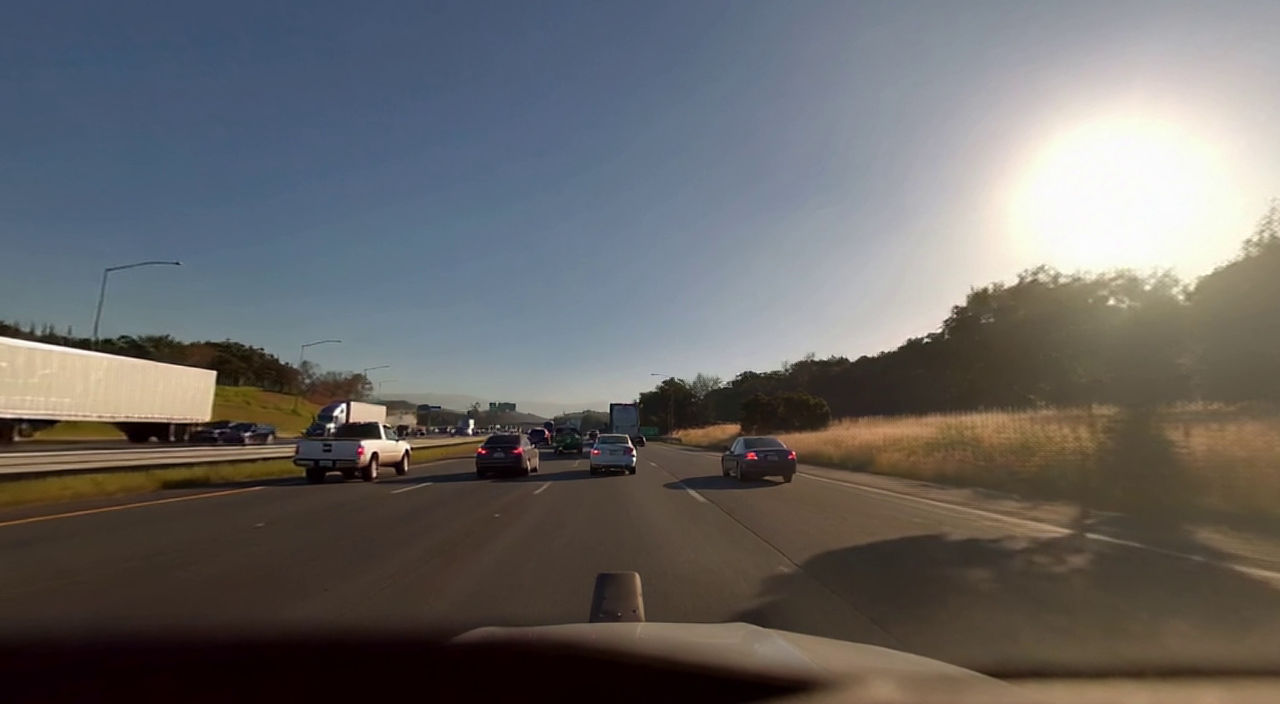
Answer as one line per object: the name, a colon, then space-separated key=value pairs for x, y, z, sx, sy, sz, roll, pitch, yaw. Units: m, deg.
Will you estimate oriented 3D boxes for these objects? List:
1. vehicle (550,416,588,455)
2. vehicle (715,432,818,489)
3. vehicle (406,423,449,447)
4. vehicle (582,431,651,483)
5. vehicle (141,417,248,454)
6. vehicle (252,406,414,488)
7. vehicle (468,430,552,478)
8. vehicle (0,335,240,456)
vehicle: x=-5.101 y=6.084 z=45.927 sx=2.303 sy=2.610 sz=6.579 roll=0 pitch=-8 yaw=-2
vehicle: x=3.592 y=3.157 z=18.753 sx=1.981 sy=1.474 sz=4.396 roll=0 pitch=-8 yaw=-3
vehicle: x=-16.337 y=6.378 z=48.484 sx=1.919 sy=1.761 sz=4.413 roll=0 pitch=-8 yaw=-2
vehicle: x=-0.702 y=3.254 z=19.885 sx=1.980 sy=1.478 sz=3.758 roll=0 pitch=-8 yaw=-1
vehicle: x=-19.418 y=3.664 z=27.641 sx=1.873 sy=1.475 sz=4.034 roll=0 pitch=-8 yaw=-2
vehicle: x=-8.192 y=2.579 z=17.394 sx=2.158 sy=1.943 sz=4.662 roll=0 pitch=-8 yaw=-1
vehicle: x=-4.444 y=3.548 z=22.245 sx=2.046 sy=1.493 sz=4.384 roll=0 pitch=-8 yaw=0
vehicle: x=-23.123 y=2.303 z=27.246 sx=2.881 sy=3.978 sz=14.159 roll=0 pitch=-8 yaw=-3
